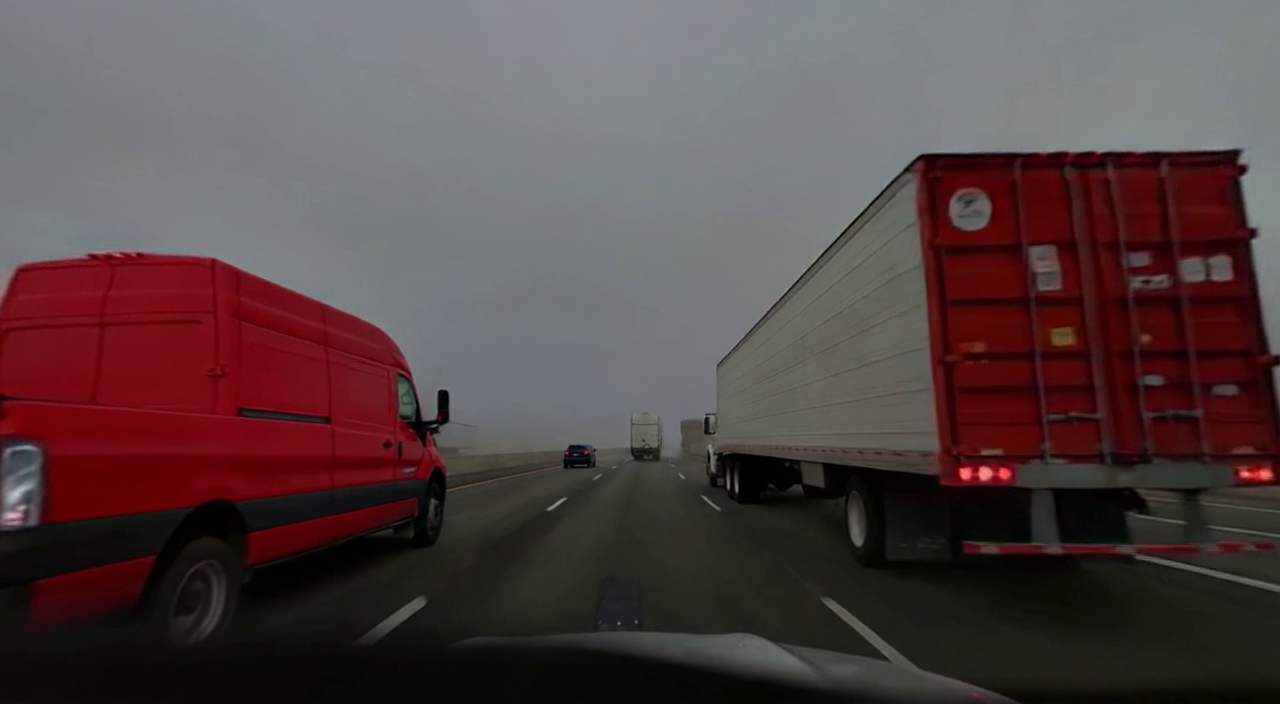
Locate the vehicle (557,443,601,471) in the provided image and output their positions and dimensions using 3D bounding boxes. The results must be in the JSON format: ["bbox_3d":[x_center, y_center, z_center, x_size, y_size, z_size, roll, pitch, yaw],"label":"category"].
[{"bbox_3d":[-3.417,5.940,36.124,2.024,1.472,4.014,-1,-9,2],"label":"vehicle"}]

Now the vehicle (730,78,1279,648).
[{"bbox_3d":[4.018,0.930,10.992,2.951,3.974,13.340,-1,-9,0],"label":"vehicle"}]

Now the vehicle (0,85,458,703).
[{"bbox_3d":[-3.881,0.791,5.734,2.557,2.855,6.674,0,-9,-1],"label":"vehicle"}]
